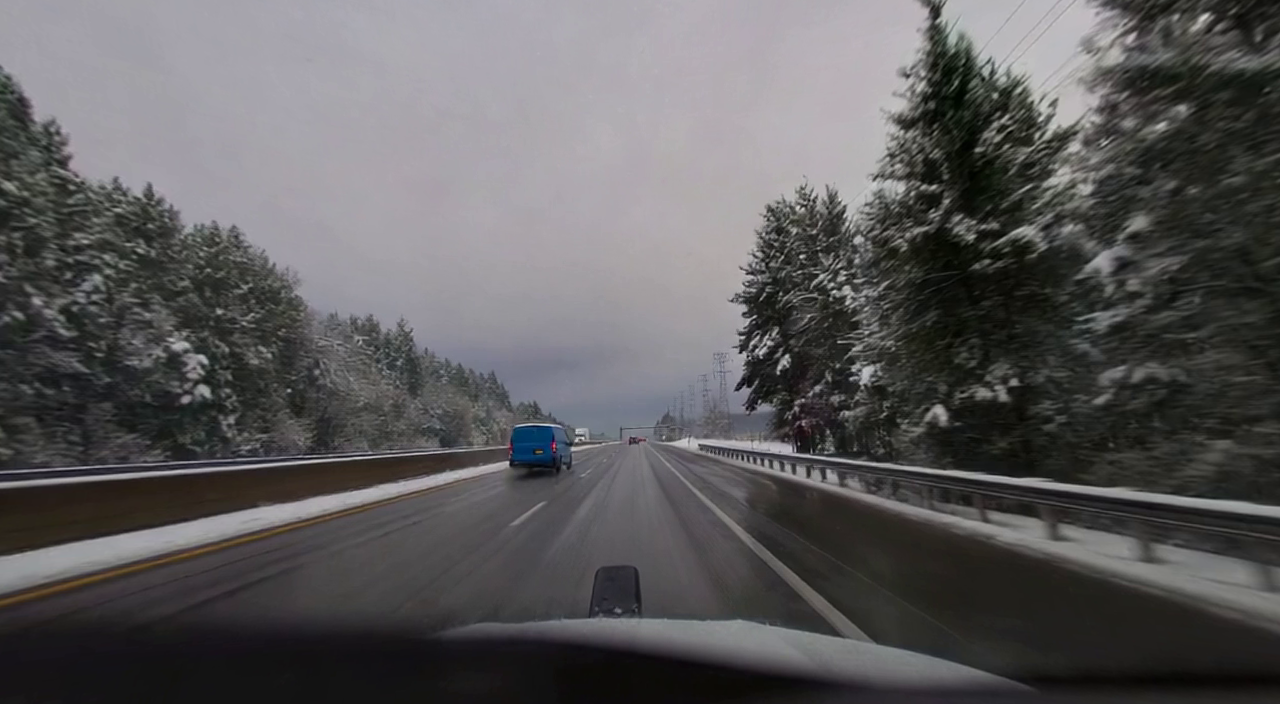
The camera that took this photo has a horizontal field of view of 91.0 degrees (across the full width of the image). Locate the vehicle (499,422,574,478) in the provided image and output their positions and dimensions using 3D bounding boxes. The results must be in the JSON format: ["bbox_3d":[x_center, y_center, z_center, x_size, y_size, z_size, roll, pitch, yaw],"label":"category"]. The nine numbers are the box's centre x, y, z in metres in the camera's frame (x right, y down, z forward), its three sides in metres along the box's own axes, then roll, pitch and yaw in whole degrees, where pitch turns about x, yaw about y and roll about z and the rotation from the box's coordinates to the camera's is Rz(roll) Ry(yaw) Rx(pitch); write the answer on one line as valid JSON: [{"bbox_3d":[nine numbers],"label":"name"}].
[{"bbox_3d":[-3.749,3.647,23.638,2.041,1.856,4.353,0,-8,0],"label":"vehicle"}]
